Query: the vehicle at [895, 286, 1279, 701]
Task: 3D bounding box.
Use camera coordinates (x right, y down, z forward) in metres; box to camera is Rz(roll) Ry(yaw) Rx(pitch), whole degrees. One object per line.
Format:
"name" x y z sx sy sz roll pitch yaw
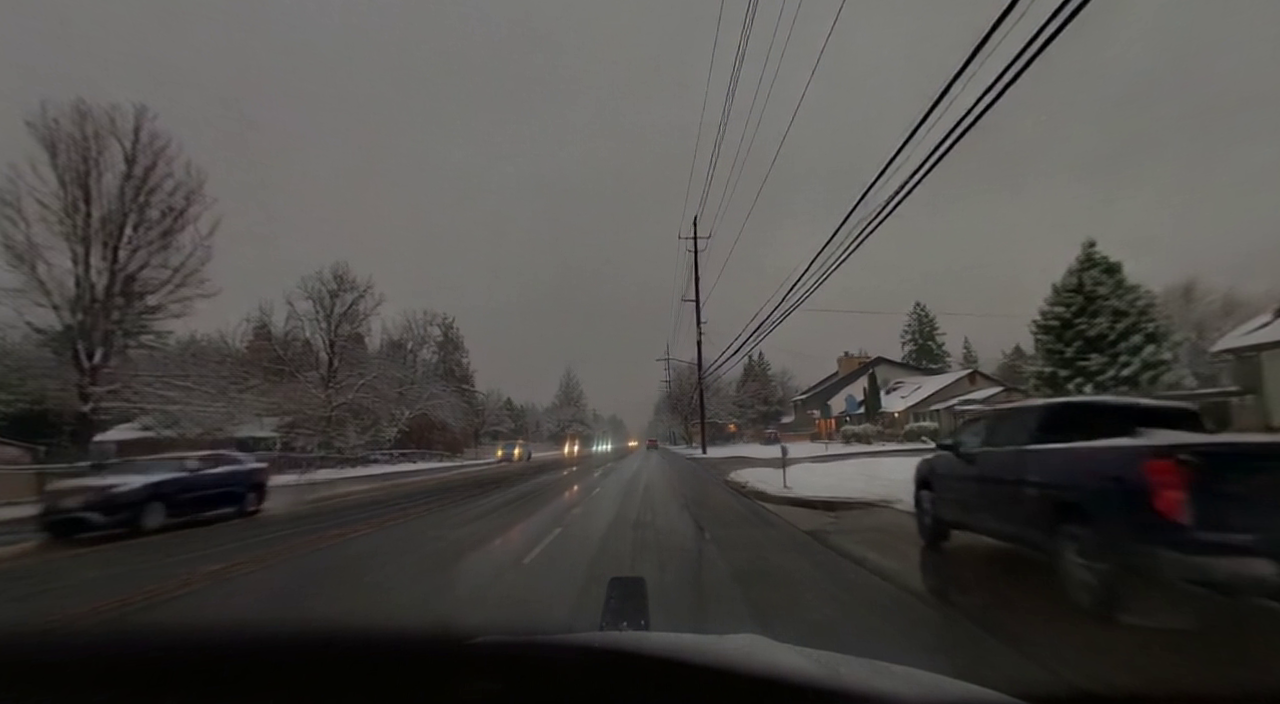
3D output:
"vehicle" 4.066 0.930 4.789 2.228 1.885 4.854 0 -8 0

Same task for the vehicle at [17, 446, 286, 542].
"vehicle" -9.114 2.615 12.348 1.915 1.539 4.106 0 -8 1

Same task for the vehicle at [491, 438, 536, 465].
"vehicle" -8.576 6.784 42.983 2.003 1.719 4.489 -1 -8 2
